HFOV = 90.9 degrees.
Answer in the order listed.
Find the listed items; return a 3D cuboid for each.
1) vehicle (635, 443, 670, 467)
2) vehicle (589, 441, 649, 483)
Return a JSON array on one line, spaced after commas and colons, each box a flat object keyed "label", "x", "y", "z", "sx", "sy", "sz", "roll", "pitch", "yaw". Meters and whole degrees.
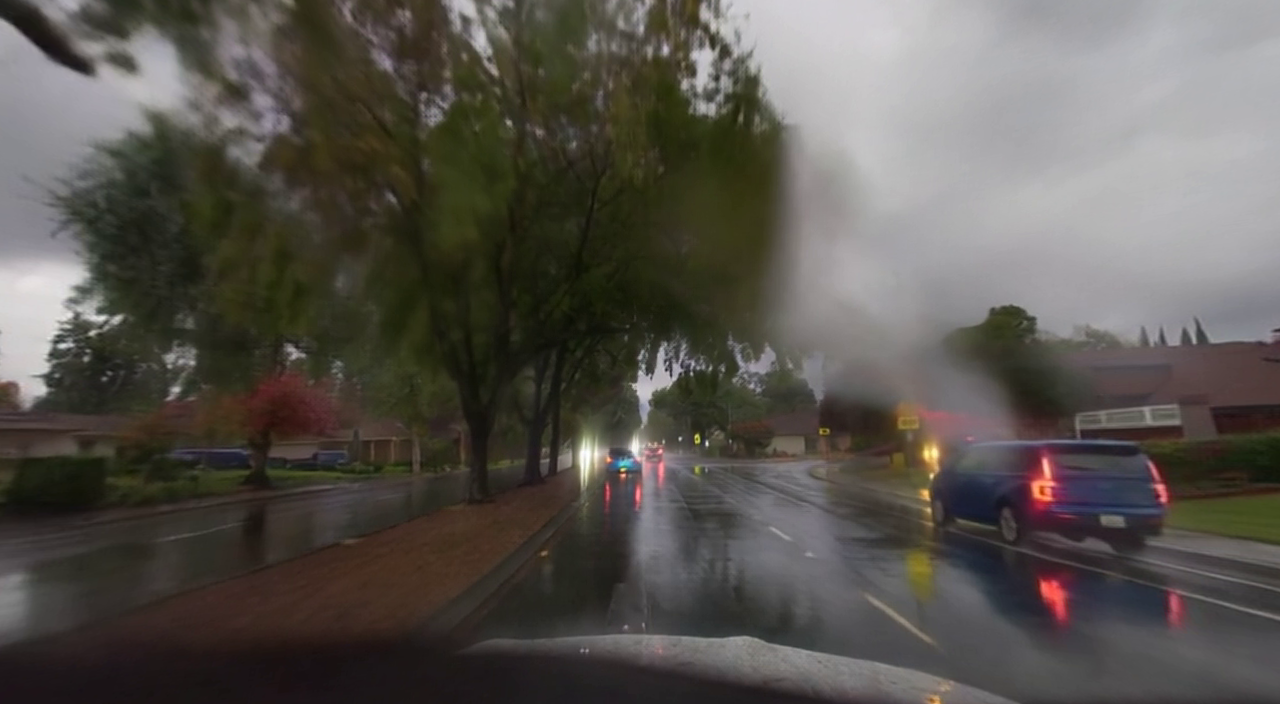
[{"label": "vehicle", "x": 0.799, "y": 6.883, "z": 42.219, "sx": 2.226, "sy": 1.505, "sz": 4.128, "roll": 0, "pitch": -9, "yaw": 0}, {"label": "vehicle", "x": -0.854, "y": 4.318, "z": 25.048, "sx": 2.158, "sy": 1.469, "sz": 4.909, "roll": 0, "pitch": -9, "yaw": -2}]
